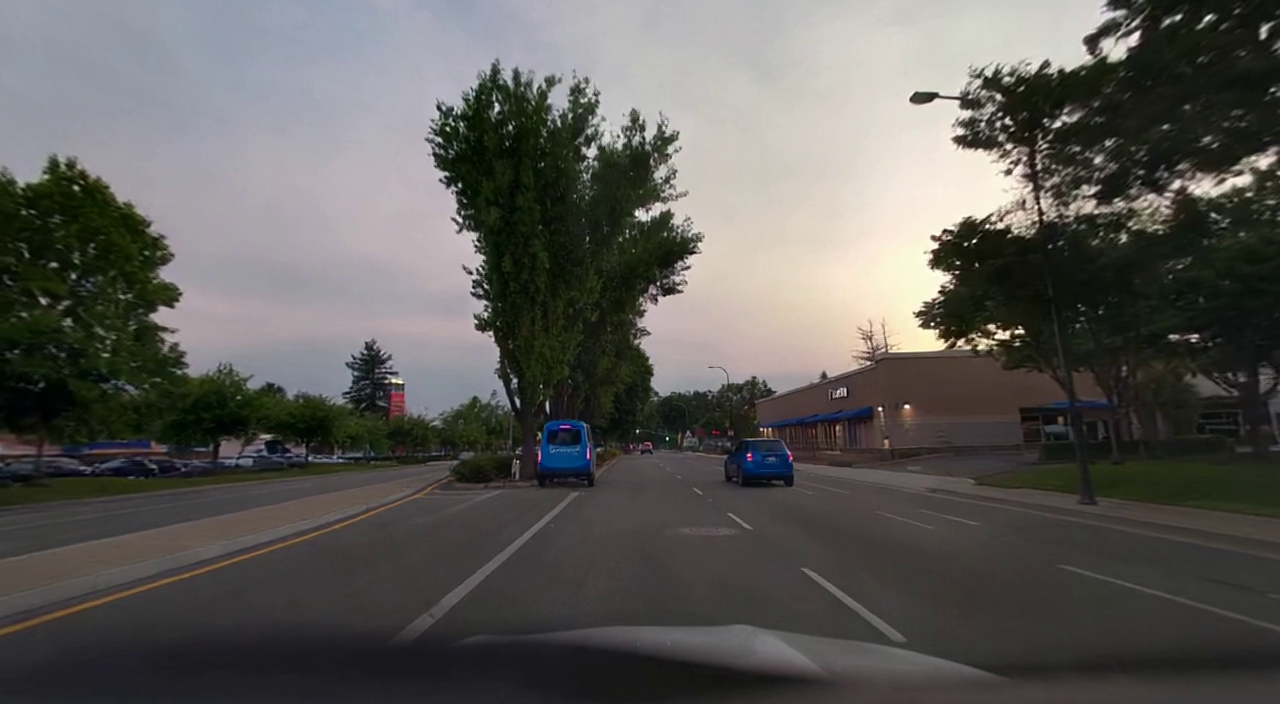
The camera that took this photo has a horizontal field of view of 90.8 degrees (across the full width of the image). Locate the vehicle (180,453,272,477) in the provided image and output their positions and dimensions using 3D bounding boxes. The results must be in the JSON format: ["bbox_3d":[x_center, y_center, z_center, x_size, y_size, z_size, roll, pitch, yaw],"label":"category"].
[{"bbox_3d":[-31.872,8.675,48.822,5.692,1.725,2.144,5,-10,-33],"label":"vehicle"}]

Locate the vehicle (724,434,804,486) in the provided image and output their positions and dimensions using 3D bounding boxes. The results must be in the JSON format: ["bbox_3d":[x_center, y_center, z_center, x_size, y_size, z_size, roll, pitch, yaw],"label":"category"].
[{"bbox_3d":[4.262,3.784,22.381,1.869,1.646,4.166,0,-9,-2],"label":"vehicle"}]

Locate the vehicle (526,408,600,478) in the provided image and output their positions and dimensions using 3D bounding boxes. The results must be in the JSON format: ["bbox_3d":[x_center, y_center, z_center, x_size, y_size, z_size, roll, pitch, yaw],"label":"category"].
[{"bbox_3d":[-3.265,4.072,28.126,2.443,2.784,5.862,0,-9,1],"label":"vehicle"}]
